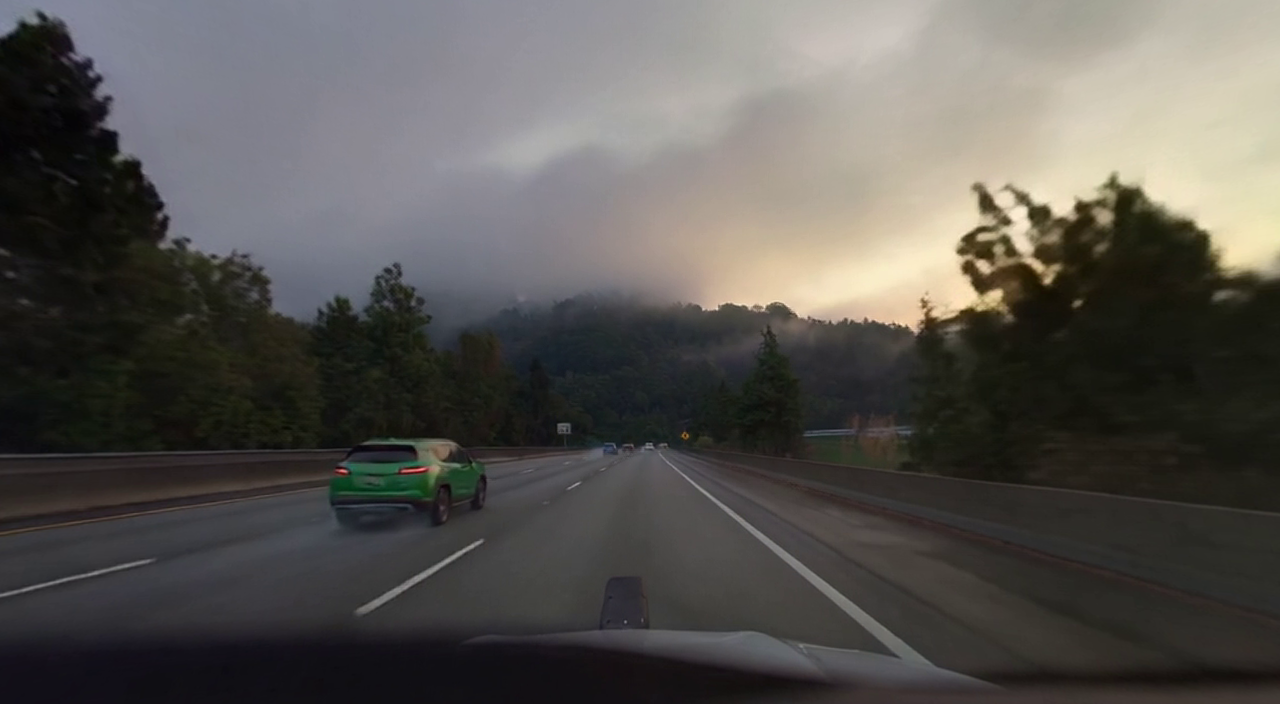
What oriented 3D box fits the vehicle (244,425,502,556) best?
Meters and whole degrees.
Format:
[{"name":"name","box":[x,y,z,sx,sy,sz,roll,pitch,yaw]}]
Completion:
[{"name":"vehicle","box":[-3.655,1.948,9.646,1.993,1.538,4.192,0,-8,2]}]
